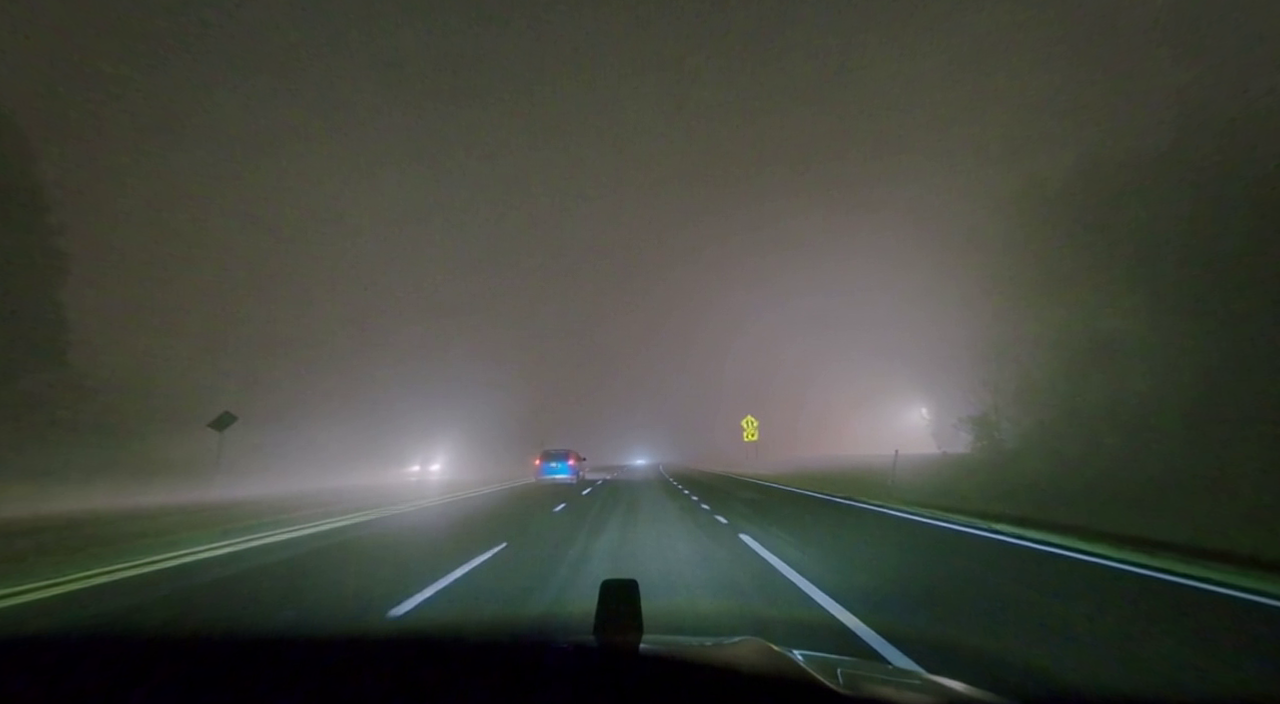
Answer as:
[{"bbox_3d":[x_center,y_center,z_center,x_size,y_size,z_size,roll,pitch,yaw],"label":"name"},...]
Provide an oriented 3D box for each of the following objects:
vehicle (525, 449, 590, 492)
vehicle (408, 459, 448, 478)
[{"bbox_3d":[-3.399,4.968,26.875,2.053,1.647,4.252,-1,-9,2],"label":"vehicle"},{"bbox_3d":[-16.565,9.096,49.404,1.719,1.419,3.715,0,-9,1],"label":"vehicle"}]
